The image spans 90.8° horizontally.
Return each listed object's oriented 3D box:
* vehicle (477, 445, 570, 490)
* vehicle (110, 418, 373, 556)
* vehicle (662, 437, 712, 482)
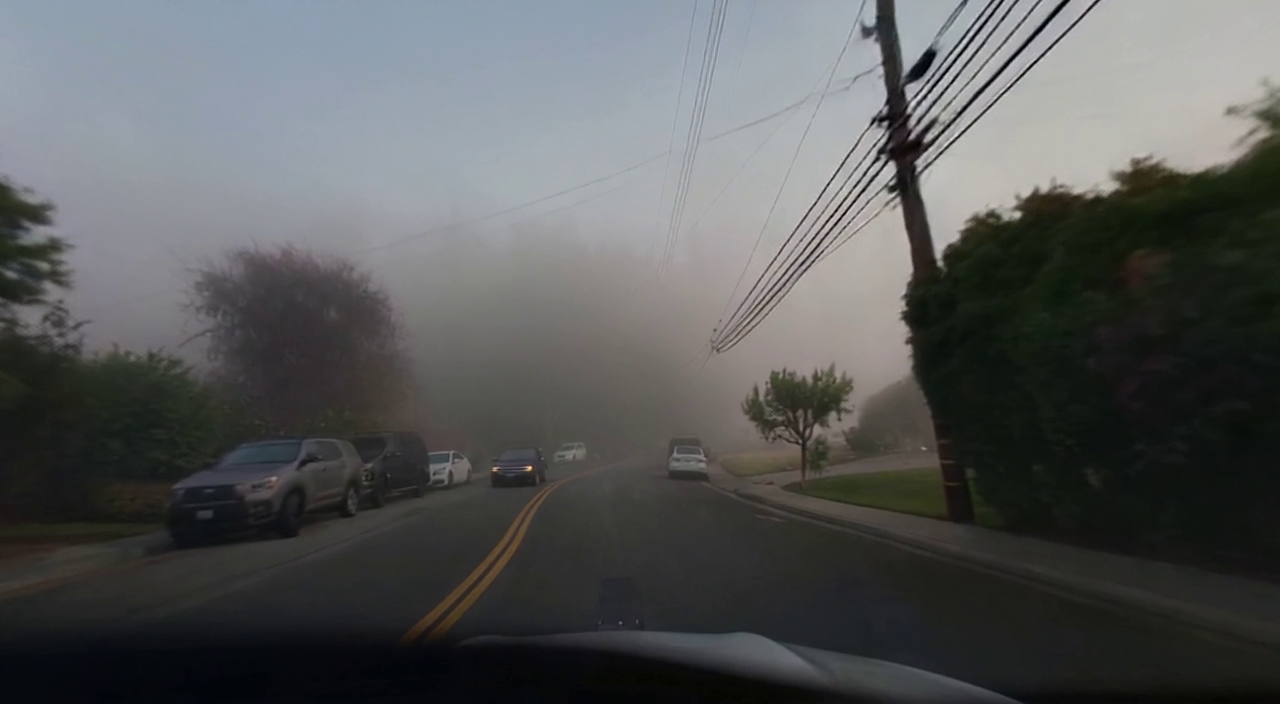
[{"bbox_3d":[-4.169,4.217,23.446,2.448,1.475,4.568,0,-9,2],"label":"vehicle"},{"bbox_3d":[-7.416,2.549,12.755,2.312,2.032,5.585,-1,-9,-8],"label":"vehicle"},{"bbox_3d":[2.095,4.783,28.423,2.032,1.810,5.047,-1,-9,4],"label":"vehicle"}]
